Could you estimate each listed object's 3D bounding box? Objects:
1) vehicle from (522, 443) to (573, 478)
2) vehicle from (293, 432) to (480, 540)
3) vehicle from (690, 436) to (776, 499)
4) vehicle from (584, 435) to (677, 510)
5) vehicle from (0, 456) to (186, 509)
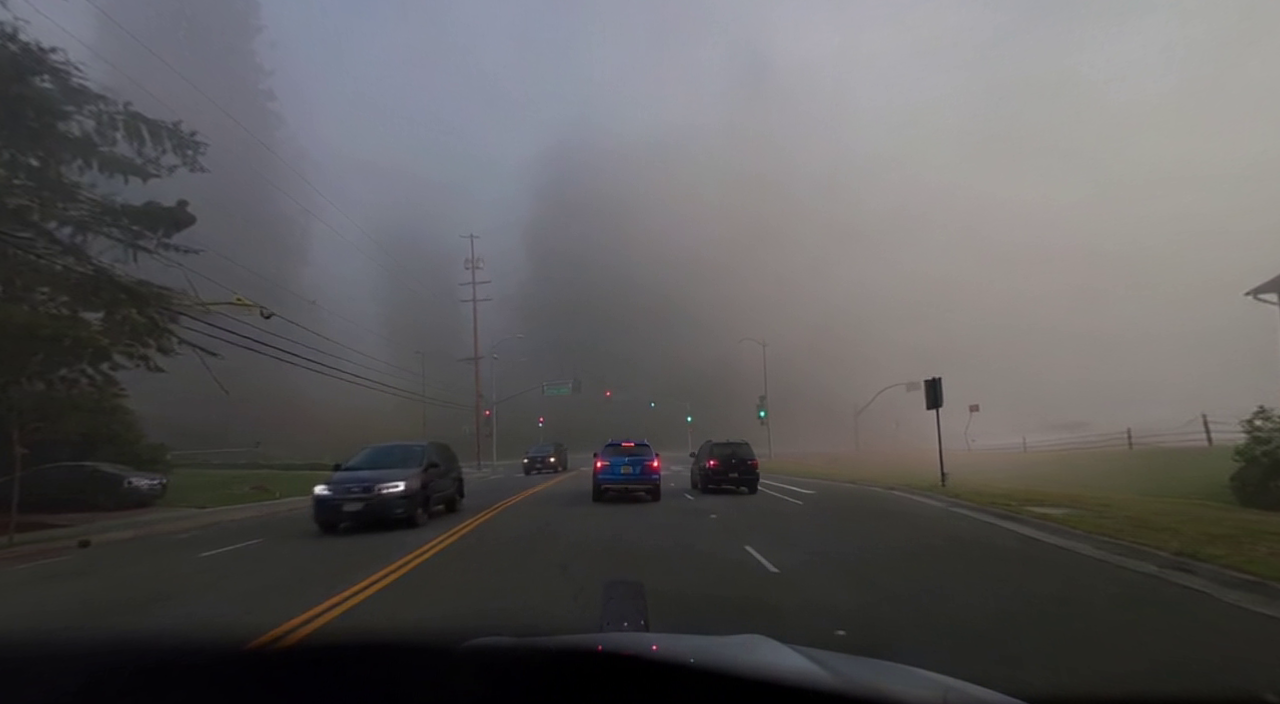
[{"bbox_3d":[-5.274,6.263,36.714,2.197,1.882,4.973,0,-8,0],"label":"vehicle"},{"bbox_3d":[-4.645,2.477,12.292,2.063,1.727,3.923,0,-8,-1],"label":"vehicle"},{"bbox_3d":[2.798,3.588,19.979,1.967,1.756,4.281,0,-8,-1],"label":"vehicle"},{"bbox_3d":[-0.243,3.072,16.586,2.151,1.695,4.100,0,-8,-1],"label":"vehicle"},{"bbox_3d":[-16.523,3.889,18.935,4.245,1.446,1.827,0,-8,-2],"label":"vehicle"}]
